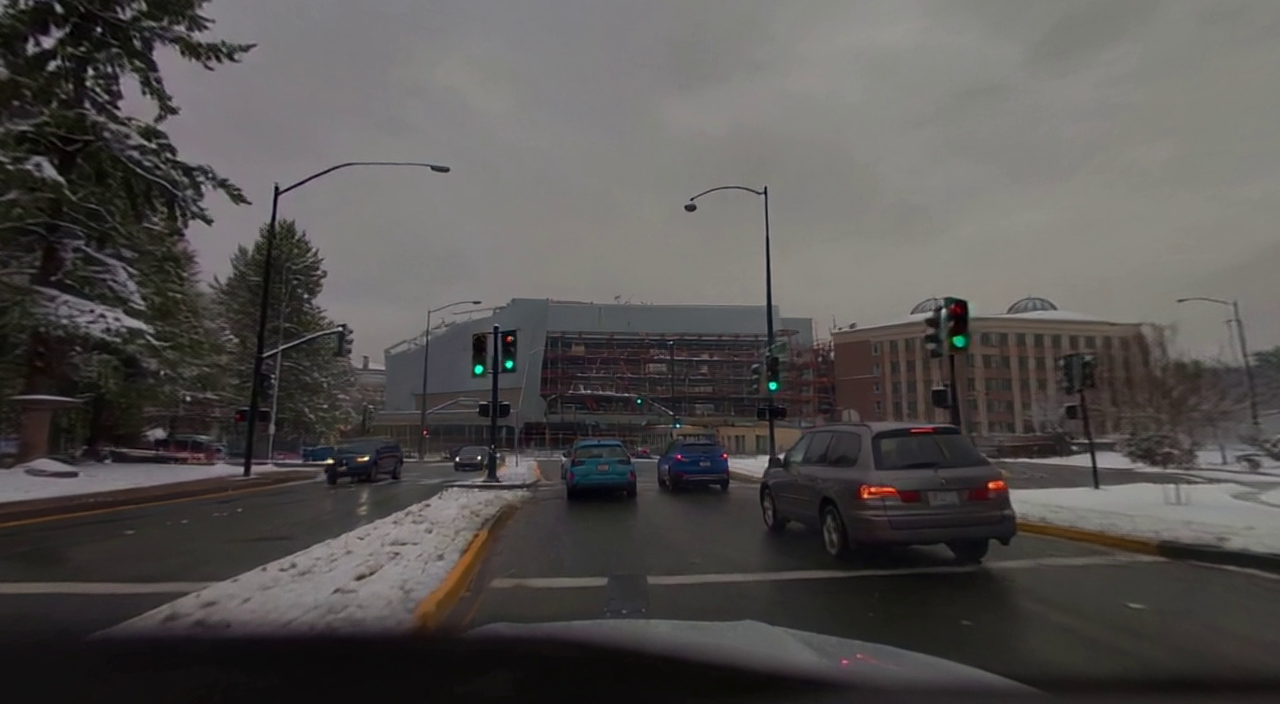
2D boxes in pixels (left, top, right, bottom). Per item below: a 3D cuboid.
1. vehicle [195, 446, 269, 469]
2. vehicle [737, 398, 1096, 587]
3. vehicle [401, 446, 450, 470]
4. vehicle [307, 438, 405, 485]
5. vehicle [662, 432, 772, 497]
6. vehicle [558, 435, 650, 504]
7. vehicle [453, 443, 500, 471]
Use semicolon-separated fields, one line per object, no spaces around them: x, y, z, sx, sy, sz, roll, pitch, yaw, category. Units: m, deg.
-27.447;7.060;42.406;4.653;1.459;2.228;-4;-10;30;vehicle
3.060;1.706;8.544;2.320;1.772;4.872;0;-9;-5;vehicle
-14.223;7.036;42.042;2.013;1.466;4.430;0;-9;-5;vehicle
-11.414;4.409;25.742;2.303;1.692;4.571;1;-9;-6;vehicle
2.173;3.356;19.188;2.103;1.710;4.396;1;-9;-10;vehicle
-1.100;3.124;17.166;2.132;1.632;3.889;1;-9;-9;vehicle
-10.104;6.518;39.305;2.092;1.629;4.133;0;-9;-5;vehicle
